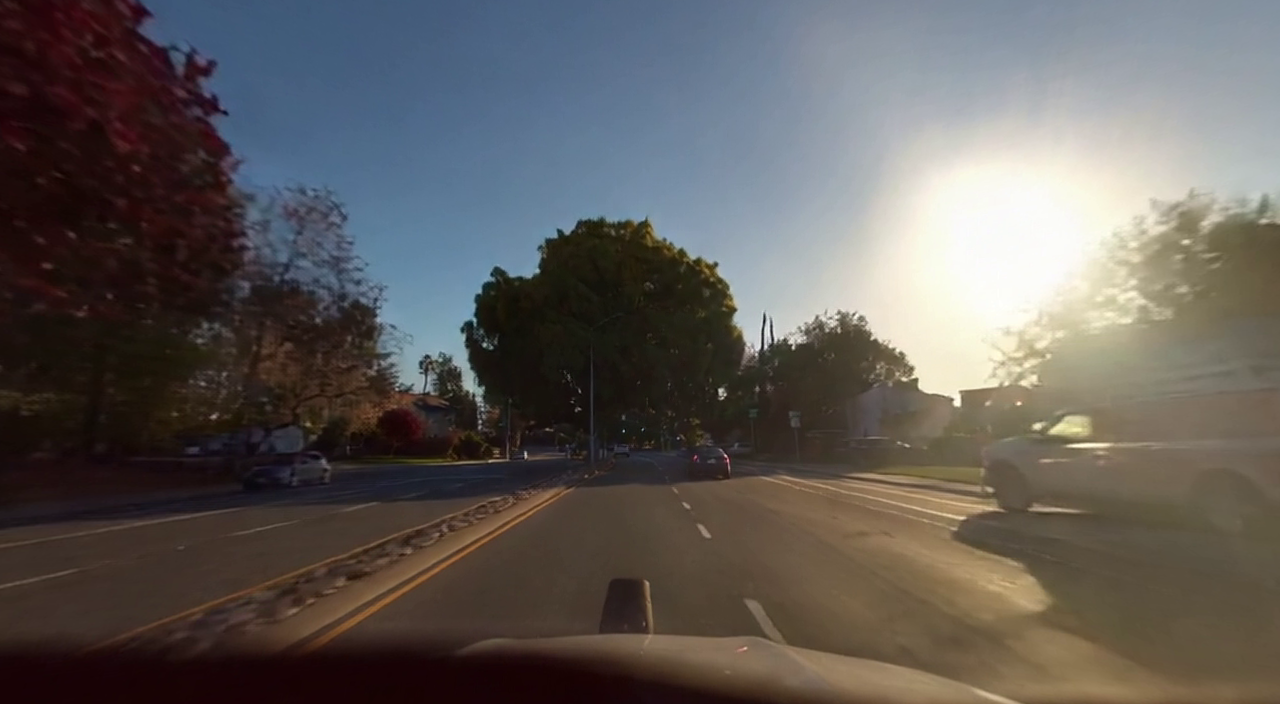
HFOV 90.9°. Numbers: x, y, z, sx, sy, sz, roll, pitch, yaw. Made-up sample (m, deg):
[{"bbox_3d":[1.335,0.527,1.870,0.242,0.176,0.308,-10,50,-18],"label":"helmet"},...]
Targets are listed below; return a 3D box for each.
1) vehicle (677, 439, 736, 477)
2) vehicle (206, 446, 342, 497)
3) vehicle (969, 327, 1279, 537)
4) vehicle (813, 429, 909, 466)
[{"bbox_3d":[2.702,4.434,26.599,1.960,1.479,4.086,1,-8,-1],"label":"vehicle"},{"bbox_3d":[-12.134,3.945,21.318,1.963,1.524,4.498,0,-8,-1],"label":"vehicle"},{"bbox_3d":[9.087,1.327,10.177,2.331,2.747,6.993,3,-9,-16],"label":"vehicle"},{"bbox_3d":[11.481,4.994,32.981,4.202,1.794,2.063,0,-8,0],"label":"vehicle"}]
